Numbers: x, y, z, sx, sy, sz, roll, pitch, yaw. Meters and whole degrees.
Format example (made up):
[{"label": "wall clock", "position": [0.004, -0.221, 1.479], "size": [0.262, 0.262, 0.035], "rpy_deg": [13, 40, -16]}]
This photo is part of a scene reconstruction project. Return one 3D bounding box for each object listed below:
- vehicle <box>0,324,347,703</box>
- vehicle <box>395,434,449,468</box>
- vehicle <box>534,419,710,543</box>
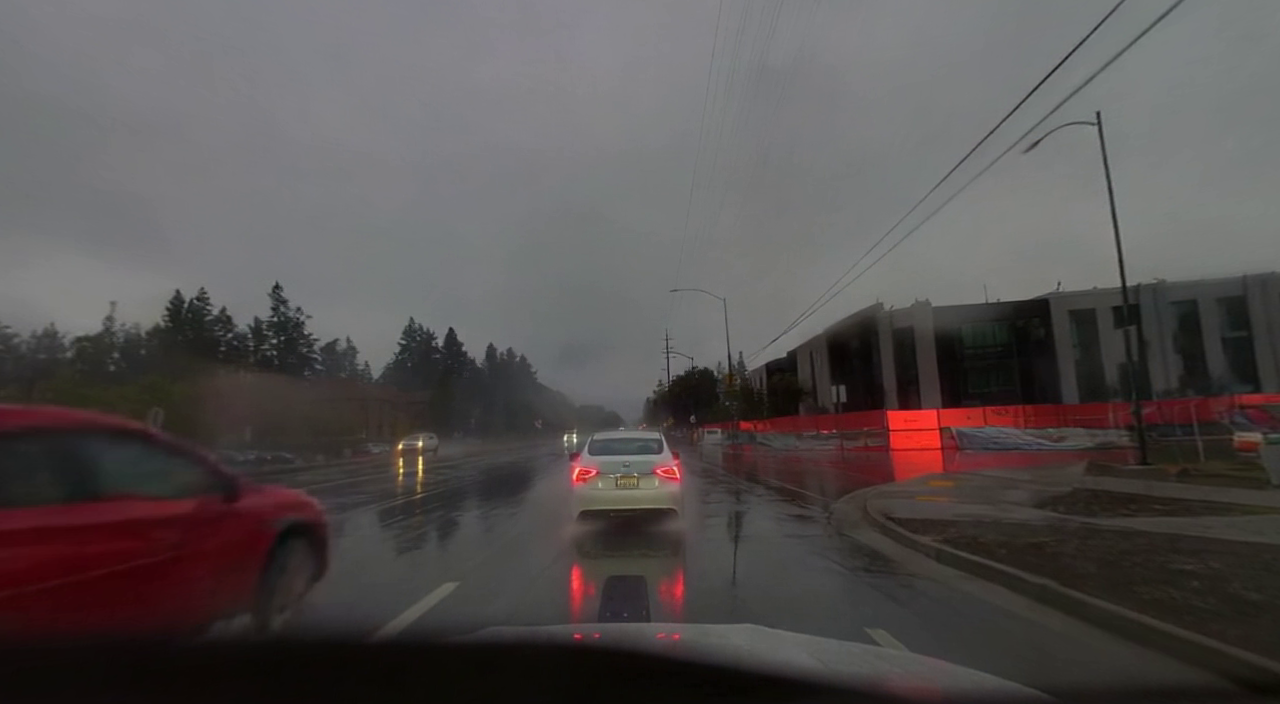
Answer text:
[{"label": "vehicle", "position": [-3.312, 0.797, 2.521], "size": [2.139, 1.680, 4.344], "rpy_deg": [0, -8, 1]}, {"label": "vehicle", "position": [-10.485, 4.714, 30.113], "size": [2.072, 1.465, 4.394], "rpy_deg": [3, -9, -22]}, {"label": "vehicle", "position": [-0.213, 1.853, 9.687], "size": [2.112, 1.482, 4.076], "rpy_deg": [0, -8, 0]}]
